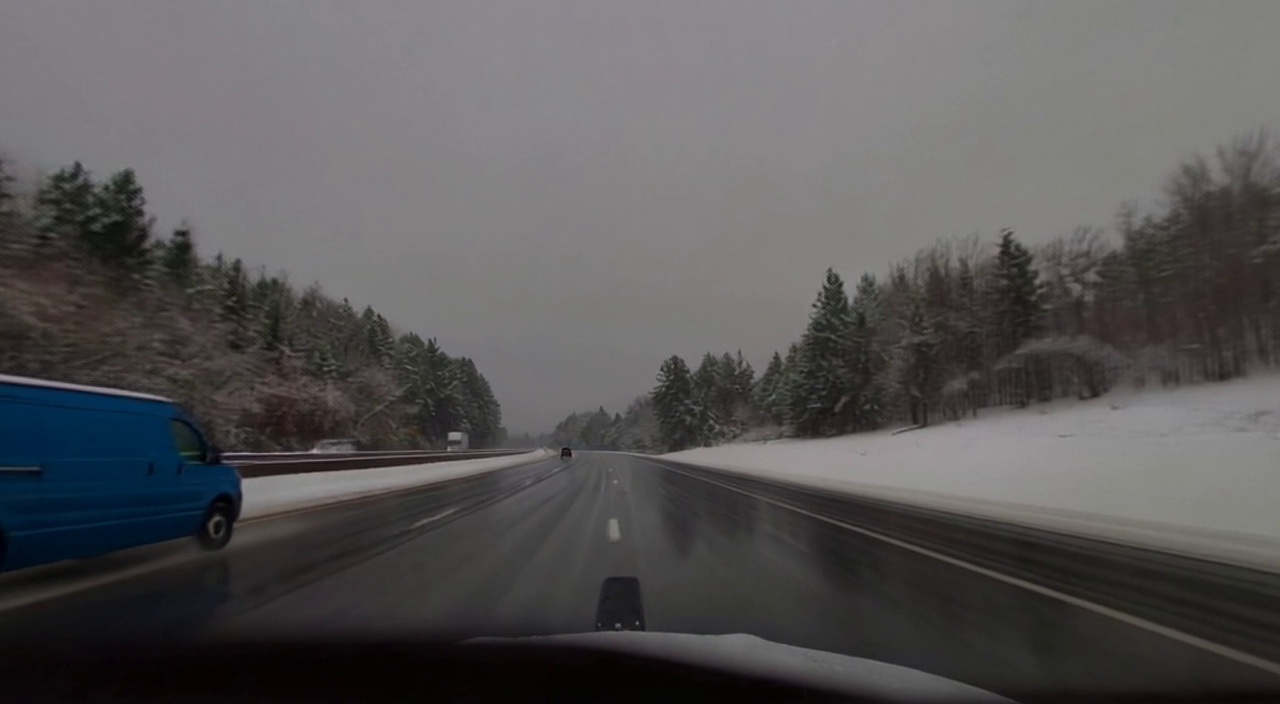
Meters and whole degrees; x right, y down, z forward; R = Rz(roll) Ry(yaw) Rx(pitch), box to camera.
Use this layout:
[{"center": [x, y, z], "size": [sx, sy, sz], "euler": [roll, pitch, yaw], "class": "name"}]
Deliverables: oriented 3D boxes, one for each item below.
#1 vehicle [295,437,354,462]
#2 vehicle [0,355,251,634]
[{"center": [-24.031, 7.445, 48.237], "size": [2.137, 1.785, 5.001], "euler": [0, -9, -4], "class": "vehicle"}, {"center": [-5.837, 1.142, 5.191], "size": [2.197, 2.038, 4.919], "euler": [0, -9, -2], "class": "vehicle"}]
